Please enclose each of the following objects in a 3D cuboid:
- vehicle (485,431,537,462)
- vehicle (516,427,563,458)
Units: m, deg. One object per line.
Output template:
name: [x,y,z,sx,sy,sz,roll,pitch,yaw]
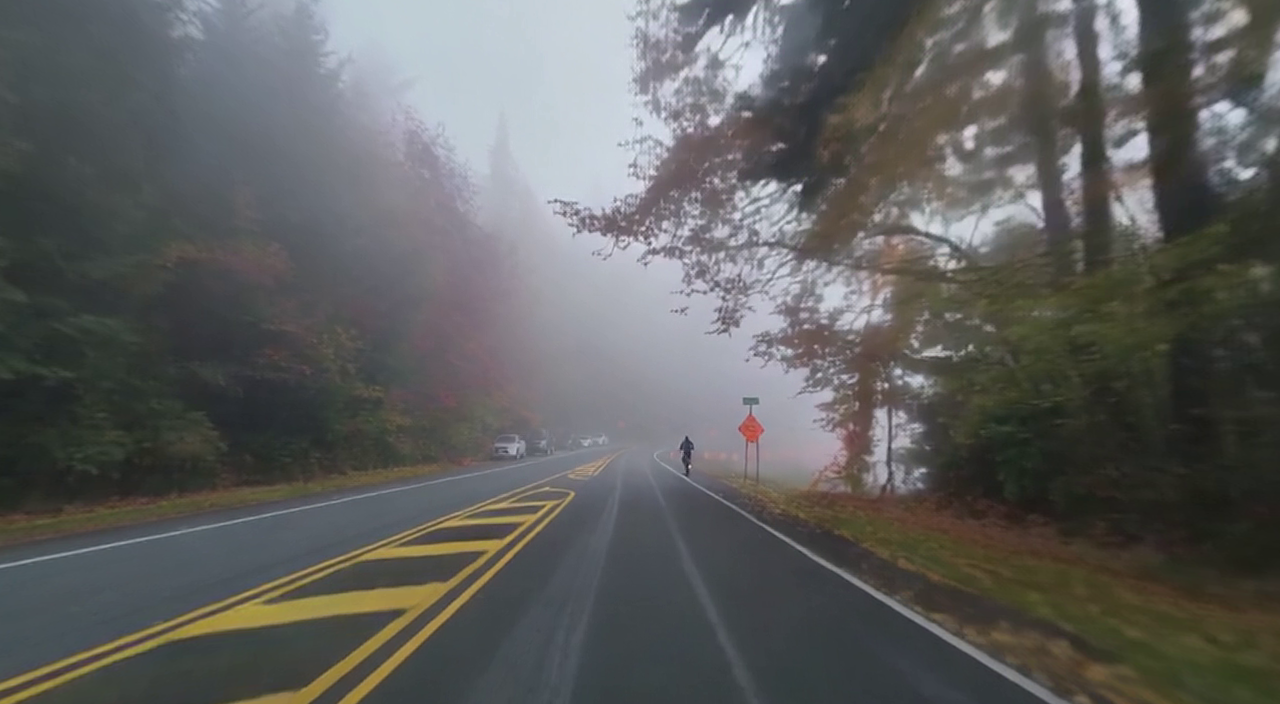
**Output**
vehicle: [-7.950,5.835,39.247,1.991,1.759,4.443,-3,-8,4]
vehicle: [-7.385,6.743,47.085,2.312,2.075,5.748,-3,-9,2]
